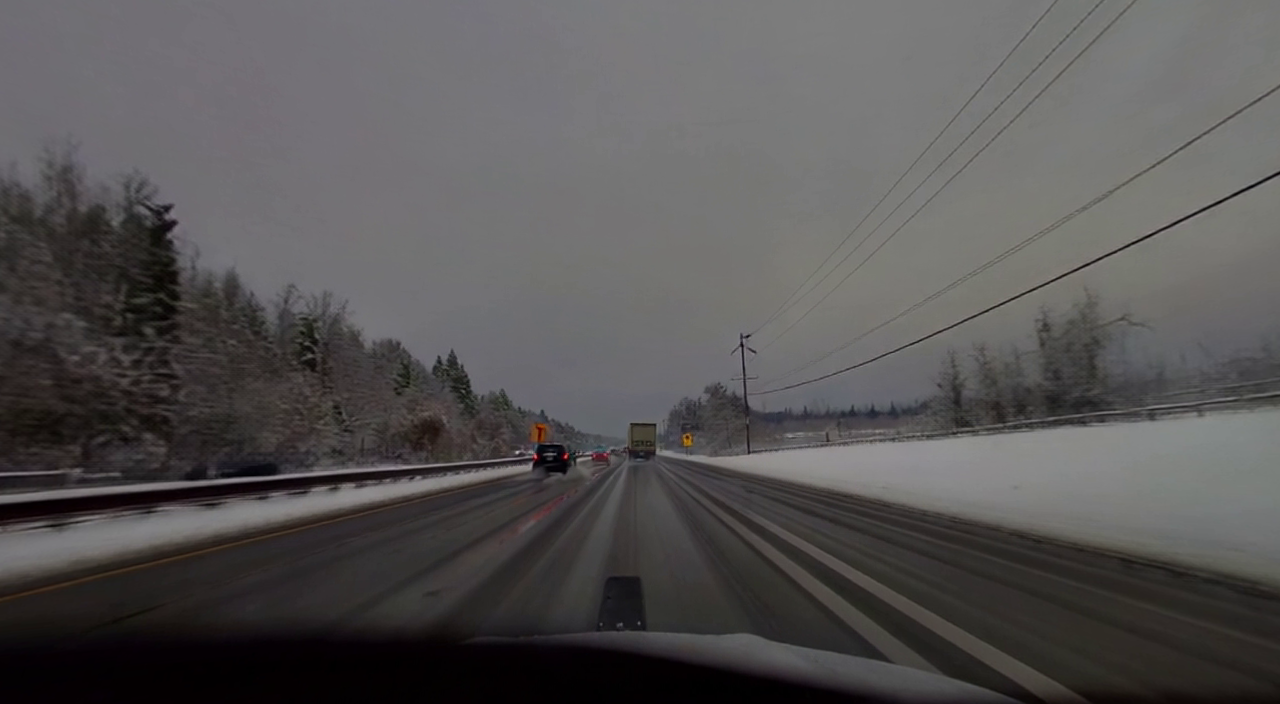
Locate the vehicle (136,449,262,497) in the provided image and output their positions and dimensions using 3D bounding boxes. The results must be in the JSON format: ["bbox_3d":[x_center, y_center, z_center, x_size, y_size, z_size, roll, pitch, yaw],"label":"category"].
[{"bbox_3d":[-16.010,4.376,23.153,1.827,1.579,3.858,0,-9,-1],"label":"vehicle"}]

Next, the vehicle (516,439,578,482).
[{"bbox_3d":[-3.991,4.755,27.780,2.111,1.735,4.066,0,-9,0],"label":"vehicle"}]
